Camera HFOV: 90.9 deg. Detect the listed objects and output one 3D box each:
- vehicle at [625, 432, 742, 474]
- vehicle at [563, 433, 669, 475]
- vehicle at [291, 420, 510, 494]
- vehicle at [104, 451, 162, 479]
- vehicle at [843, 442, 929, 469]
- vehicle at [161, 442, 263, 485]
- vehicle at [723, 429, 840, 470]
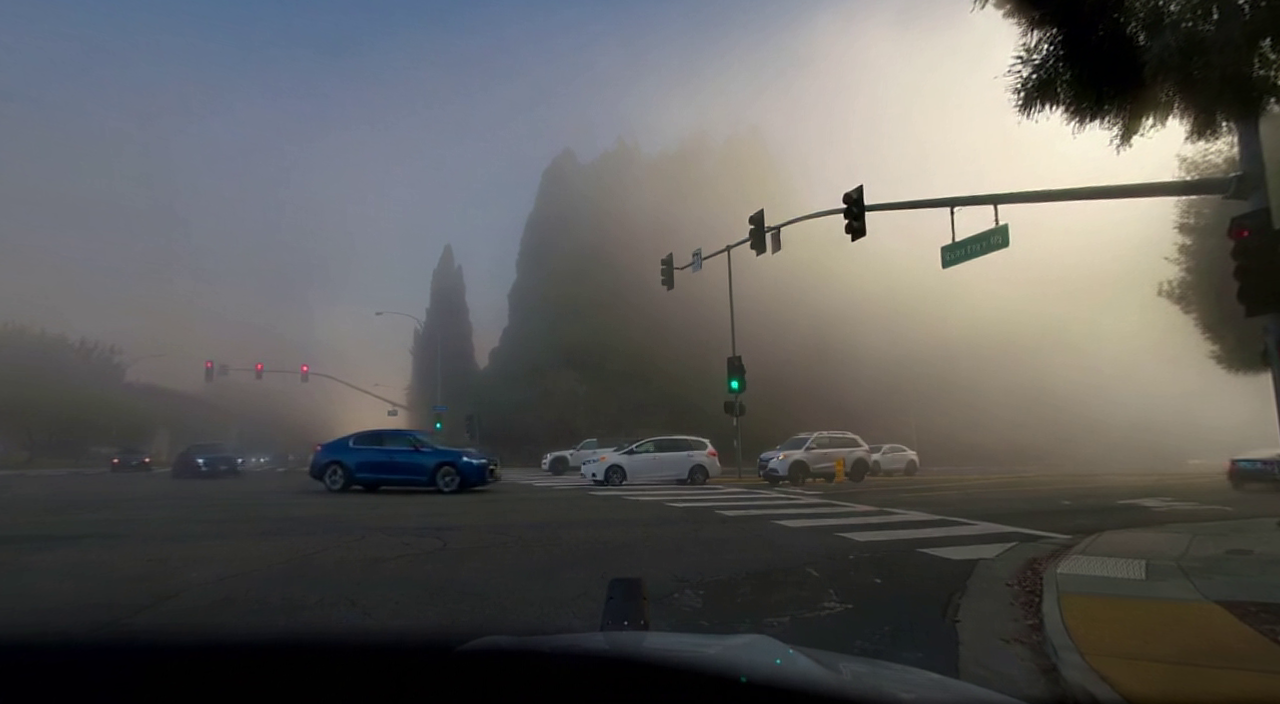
[{"bbox_3d":[1.813,4.151,26.150,4.483,1.589,1.852,4,-9,-25],"label":"vehicle"},{"bbox_3d":[-1.063,4.583,28.507,4.360,1.749,1.895,4,-10,-28],"label":"vehicle"},{"bbox_3d":[-6.636,2.899,17.657,5.332,1.807,2.450,-3,-9,19],"label":"vehicle"},{"bbox_3d":[-29.929,6.629,37.148,4.589,1.462,1.953,-8,-12,43],"label":"vehicle"},{"bbox_3d":[13.837,5.791,35.418,4.457,1.429,1.862,4,-9,-26],"label":"vehicle"},{"bbox_3d":[-16.380,4.176,24.014,4.826,1.484,2.000,-8,-11,42],"label":"vehicle"},{"bbox_3d":[7.319,5.063,32.540,5.791,1.964,2.199,5,-10,-26],"label":"vehicle"}]
